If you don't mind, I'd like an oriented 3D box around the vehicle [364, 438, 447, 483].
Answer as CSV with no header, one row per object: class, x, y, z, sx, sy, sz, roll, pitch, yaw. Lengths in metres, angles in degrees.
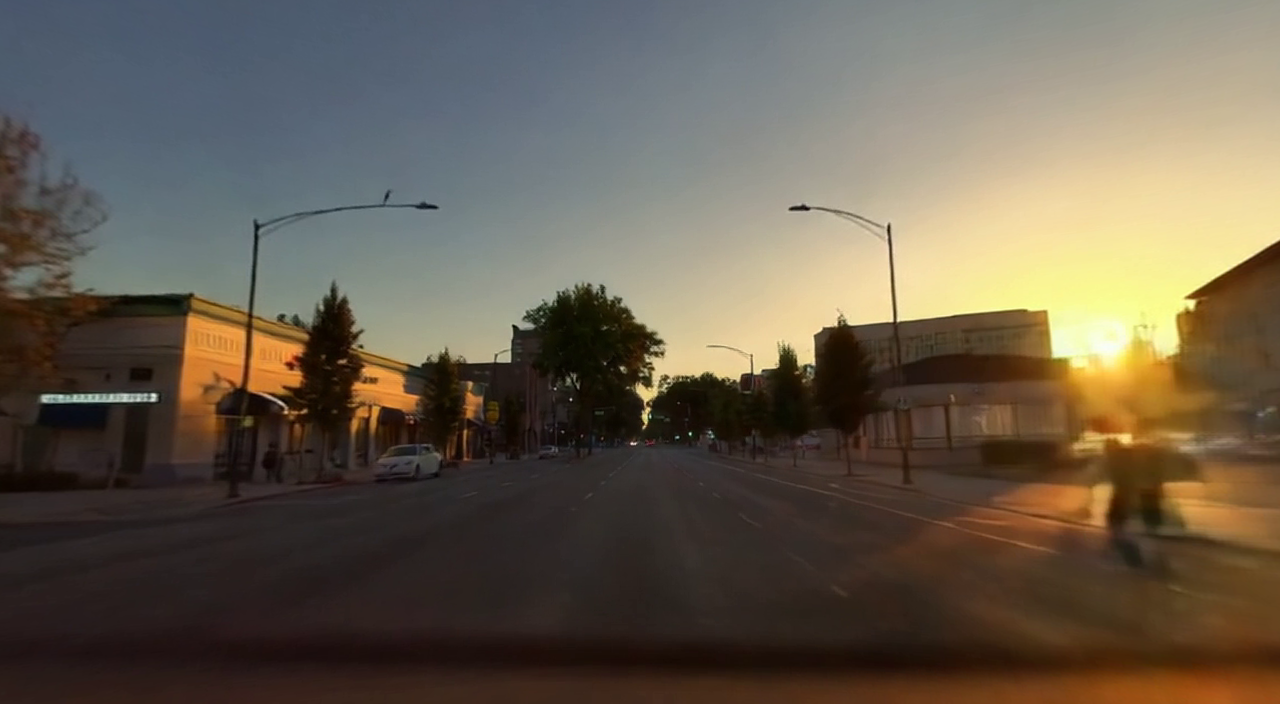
vehicle,-10.678,4.933,29.147,2.060,1.796,4.675,-2,-7,0
